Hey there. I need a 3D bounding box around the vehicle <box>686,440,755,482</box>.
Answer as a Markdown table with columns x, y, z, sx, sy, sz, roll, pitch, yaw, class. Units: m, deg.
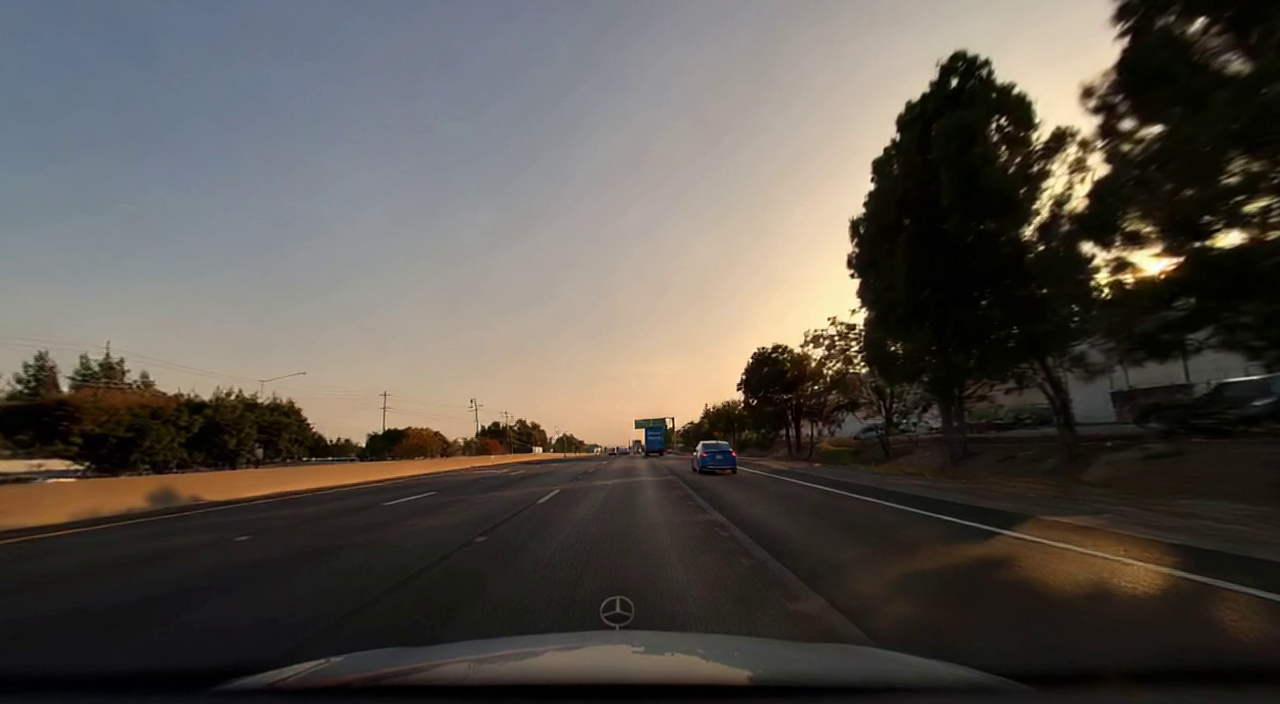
| x | y | z | sx | sy | sz | roll | pitch | yaw | class |
| --- | --- | --- | --- | --- | --- | --- | --- | --- | --- |
| 3.005 | 4.153 | 24.336 | 2.048 | 1.482 | 3.956 | 0 | -8 | -2 | vehicle |
